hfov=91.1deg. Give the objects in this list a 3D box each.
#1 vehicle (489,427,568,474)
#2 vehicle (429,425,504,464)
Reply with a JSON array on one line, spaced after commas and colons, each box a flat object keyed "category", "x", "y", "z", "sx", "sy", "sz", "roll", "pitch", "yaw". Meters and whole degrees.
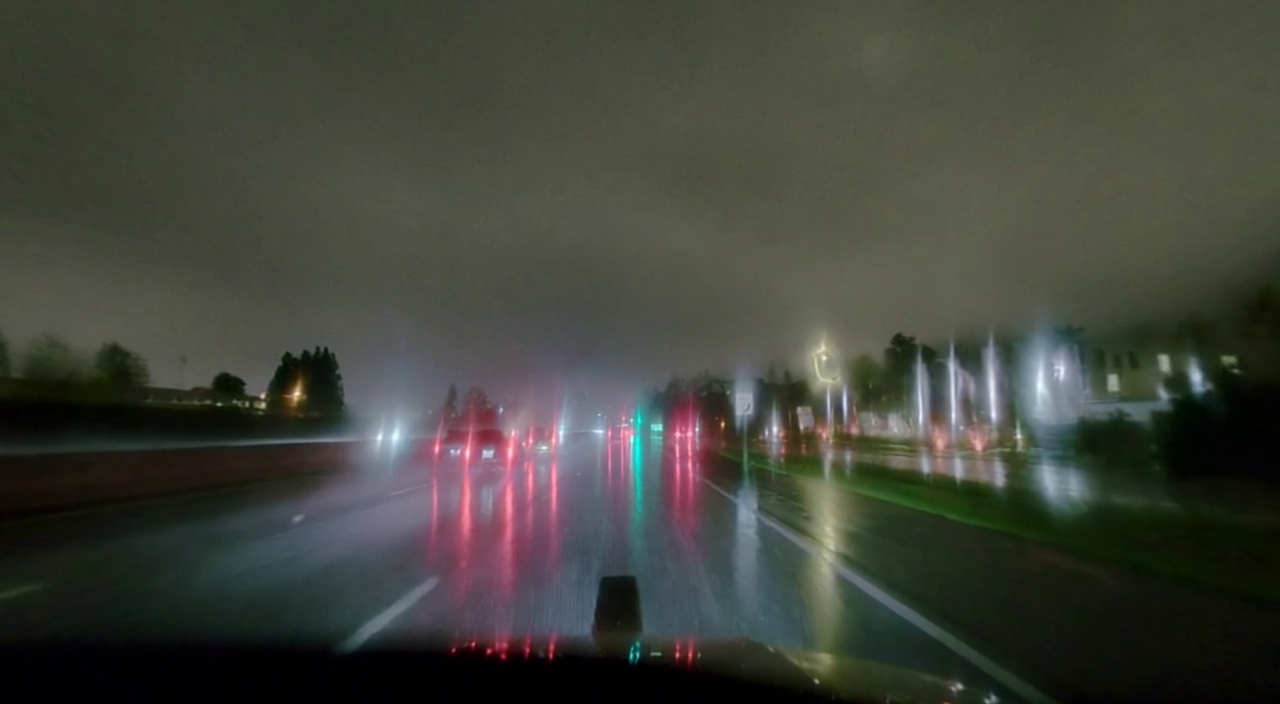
[{"category": "vehicle", "x": -3.856, "y": 3.506, "z": 22.648, "sx": 1.996, "sy": 1.490, "sz": 4.571, "roll": 0, "pitch": -8, "yaw": 0}, {"category": "vehicle", "x": -7.523, "y": 4.064, "z": 27.723, "sx": 1.985, "sy": 1.575, "sz": 4.453, "roll": 0, "pitch": -8, "yaw": 1}]
